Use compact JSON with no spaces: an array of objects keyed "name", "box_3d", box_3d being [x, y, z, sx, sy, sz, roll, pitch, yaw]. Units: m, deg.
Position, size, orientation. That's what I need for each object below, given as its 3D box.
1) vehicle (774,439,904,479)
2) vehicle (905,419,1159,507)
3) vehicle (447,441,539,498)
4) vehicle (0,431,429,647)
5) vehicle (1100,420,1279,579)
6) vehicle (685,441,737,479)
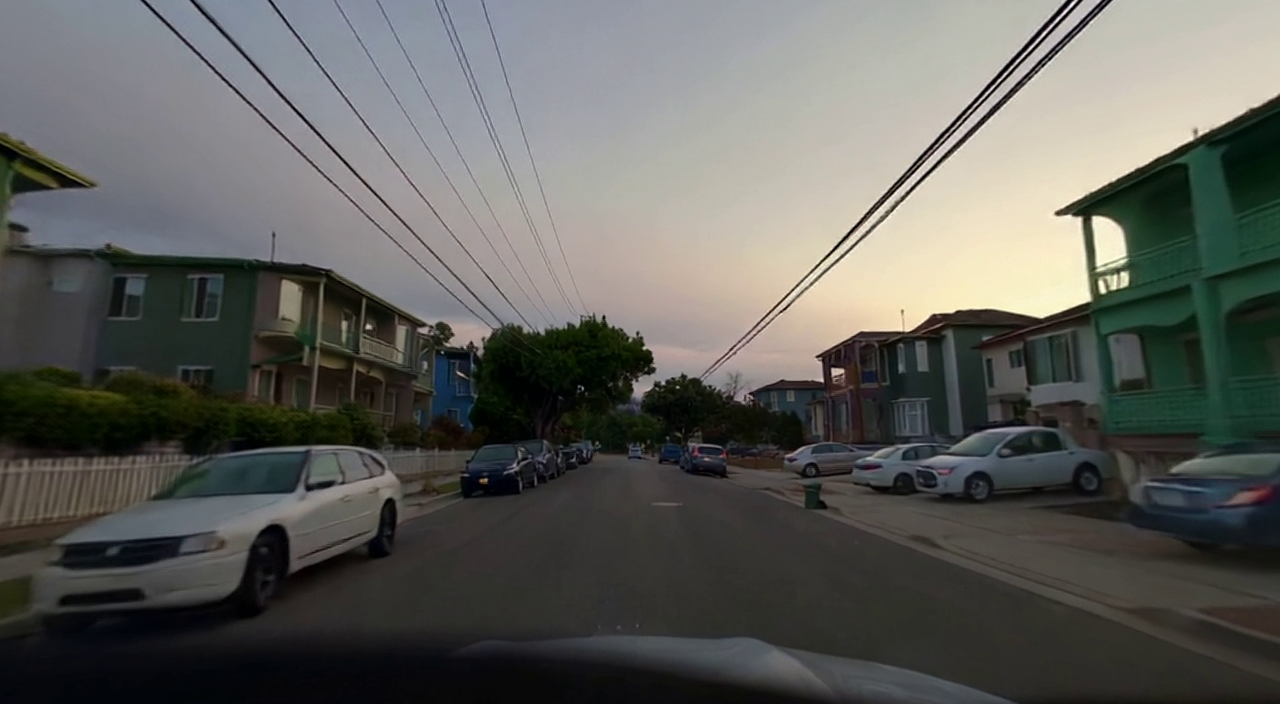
[{"name":"vehicle","box_3d":[7.689,4.179,24.757,4.480,1.497,1.884,0,-8,1]},{"name":"vehicle","box_3d":[8.764,2.498,14.415,4.512,1.841,1.912,1,-8,-4]},{"name":"vehicle","box_3d":[-4.255,3.453,19.018,1.745,1.490,4.304,0,-8,0]},{"name":"vehicle","box_3d":[-4.062,1.636,6.748,1.925,1.463,4.700,0,-8,1]},{"name":"vehicle","box_3d":[8.203,1.561,7.143,4.594,1.512,1.824,0,-8,-2]},{"name":"vehicle","box_3d":[3.186,4.933,29.094,1.916,1.587,3.986,0,-8,0]}]
